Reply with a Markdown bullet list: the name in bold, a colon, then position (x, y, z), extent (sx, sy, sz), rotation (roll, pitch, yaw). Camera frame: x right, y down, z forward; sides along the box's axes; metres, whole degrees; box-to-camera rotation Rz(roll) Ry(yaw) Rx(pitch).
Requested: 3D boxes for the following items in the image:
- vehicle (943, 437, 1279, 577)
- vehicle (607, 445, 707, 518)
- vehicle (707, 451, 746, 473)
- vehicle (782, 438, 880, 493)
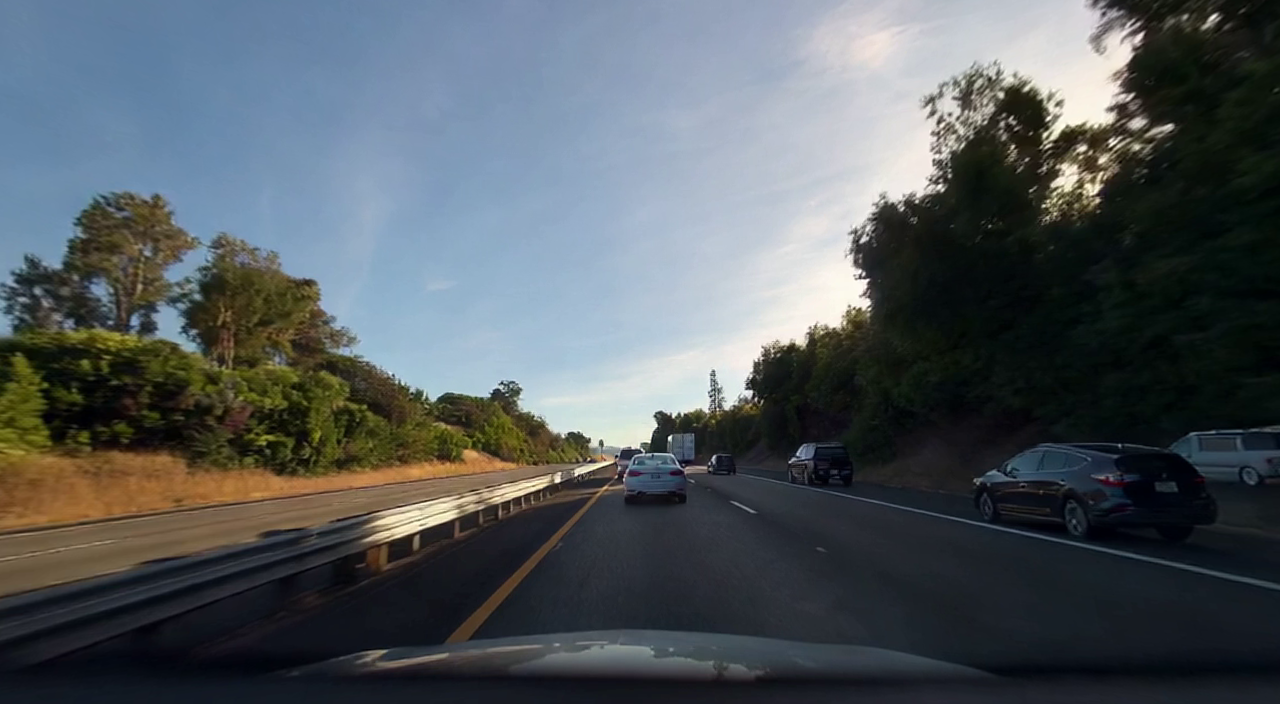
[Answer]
- **vehicle**: position (6.316, 2.003, 8.920), extent (1.965, 1.484, 4.090), rotation (0, -9, 0)
- **vehicle**: position (0.324, 3.003, 15.064), extent (2.076, 1.485, 3.774), rotation (0, -9, -1)
- **vehicle**: position (6.112, 7.779, 44.791), extent (1.921, 1.451, 3.841), rotation (0, -9, -5)
- **vehicle**: position (6.534, 3.937, 22.067), extent (1.980, 1.702, 4.235), rotation (0, -9, -2)
